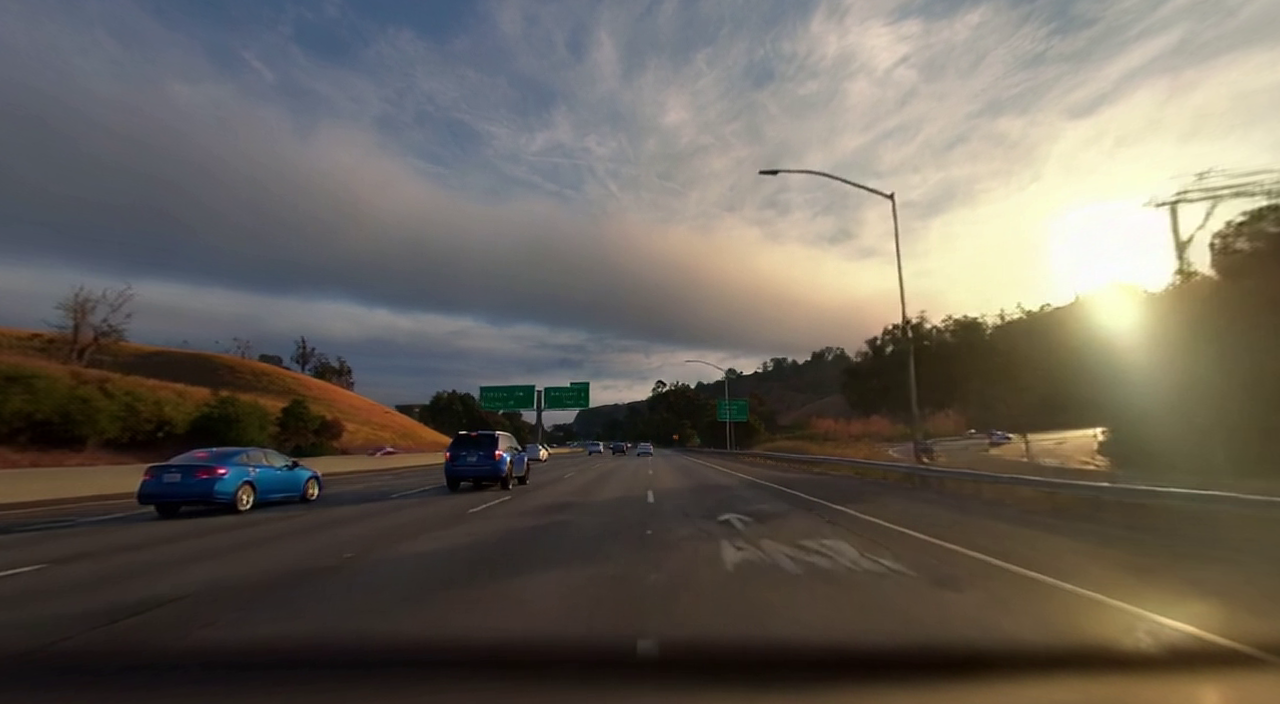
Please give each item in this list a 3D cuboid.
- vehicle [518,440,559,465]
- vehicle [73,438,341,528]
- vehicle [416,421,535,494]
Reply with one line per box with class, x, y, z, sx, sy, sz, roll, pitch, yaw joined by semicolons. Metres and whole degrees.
vehicle;-7.259;7.219;45.312;2.069;1.636;4.483;0;-9;2
vehicle;-8.522;2.595;13.173;1.984;1.508;4.935;0;-9;2
vehicle;-4.872;3.222;19.548;2.219;1.947;4.924;0;-9;2
